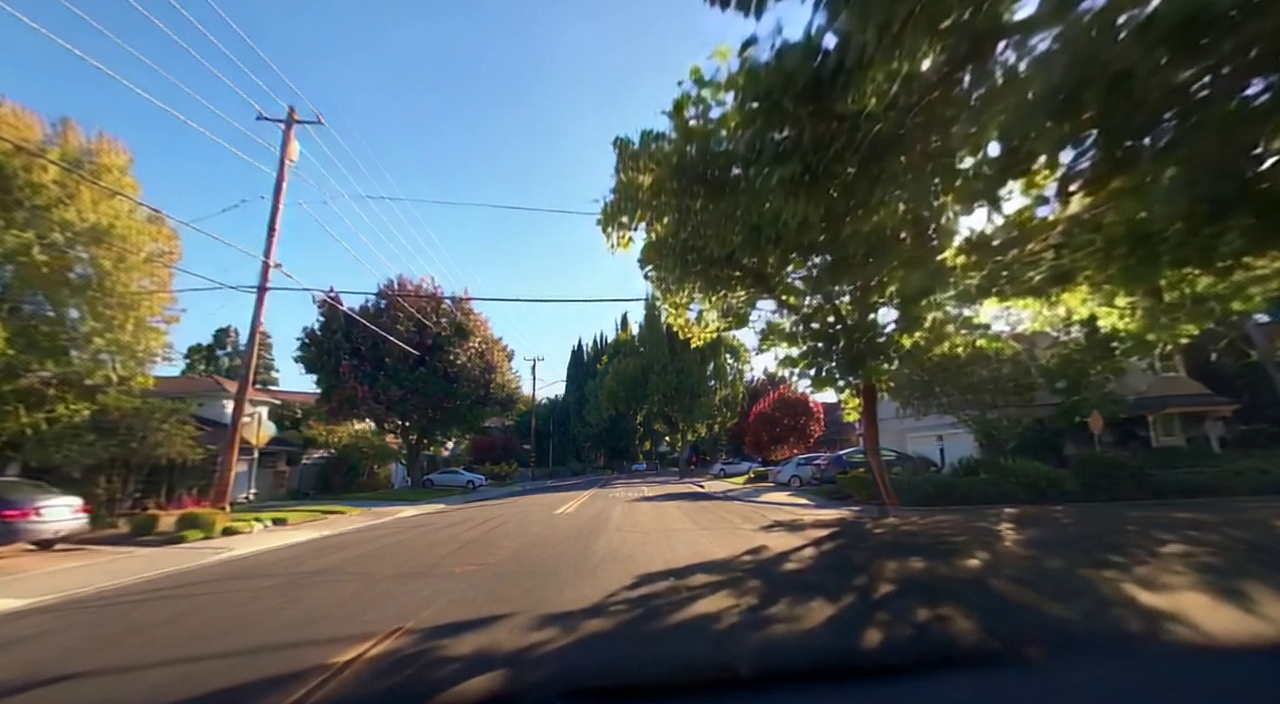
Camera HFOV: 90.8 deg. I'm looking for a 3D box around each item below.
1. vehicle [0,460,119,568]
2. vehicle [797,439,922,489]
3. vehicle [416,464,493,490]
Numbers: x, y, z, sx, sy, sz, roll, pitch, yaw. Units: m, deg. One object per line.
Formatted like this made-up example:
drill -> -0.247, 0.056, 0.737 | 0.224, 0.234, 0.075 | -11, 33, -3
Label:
vehicle -> -12.915, 2.997, 11.984 | 4.245, 1.821, 1.918 | 0, -9, -2
vehicle -> 9.268, 4.753, 26.977 | 4.557, 2.012, 1.917 | 0, -9, -3
vehicle -> -11.924, 8.076, 40.826 | 4.243, 1.598, 2.003 | -1, -10, 3
